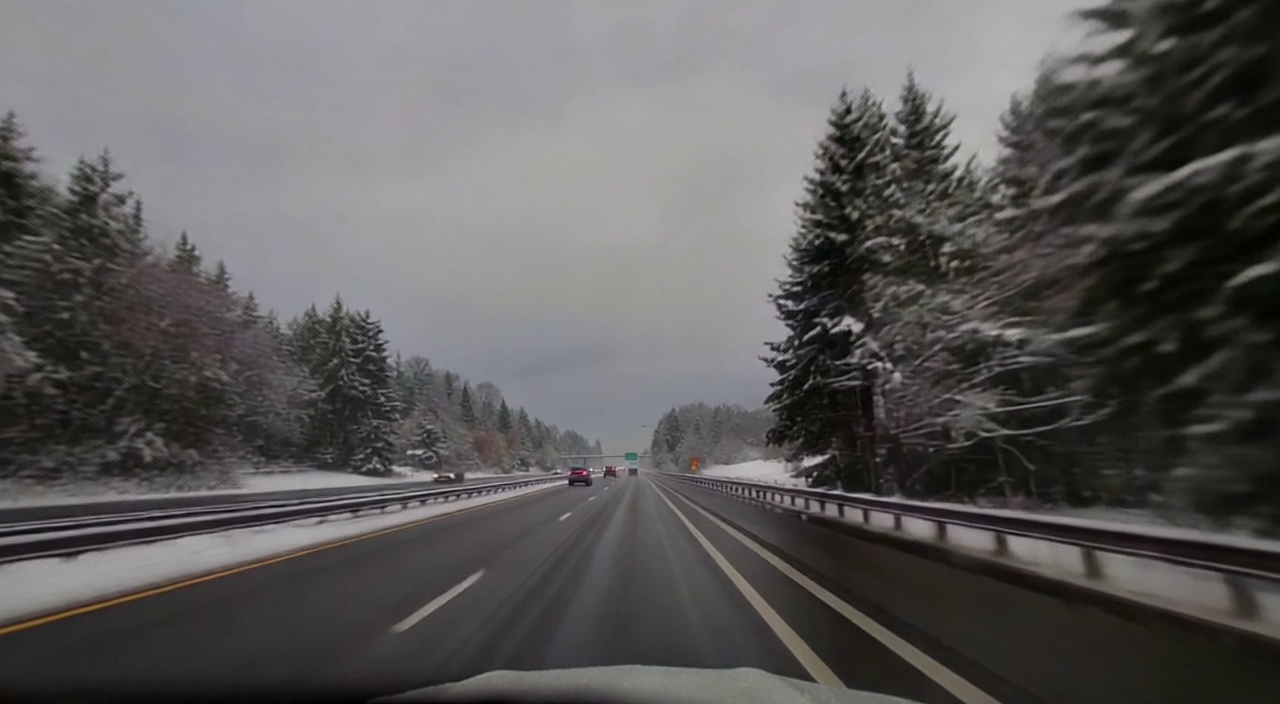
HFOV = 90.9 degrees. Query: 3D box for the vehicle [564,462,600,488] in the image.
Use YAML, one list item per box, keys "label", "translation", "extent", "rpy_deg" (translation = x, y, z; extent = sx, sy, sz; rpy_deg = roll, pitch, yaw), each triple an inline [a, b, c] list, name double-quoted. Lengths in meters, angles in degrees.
- label: "vehicle"
  translation: [-4.398, 9.450, 48.586]
  extent: [2.254, 1.809, 5.839]
  rpy_deg: [1, -10, 0]
